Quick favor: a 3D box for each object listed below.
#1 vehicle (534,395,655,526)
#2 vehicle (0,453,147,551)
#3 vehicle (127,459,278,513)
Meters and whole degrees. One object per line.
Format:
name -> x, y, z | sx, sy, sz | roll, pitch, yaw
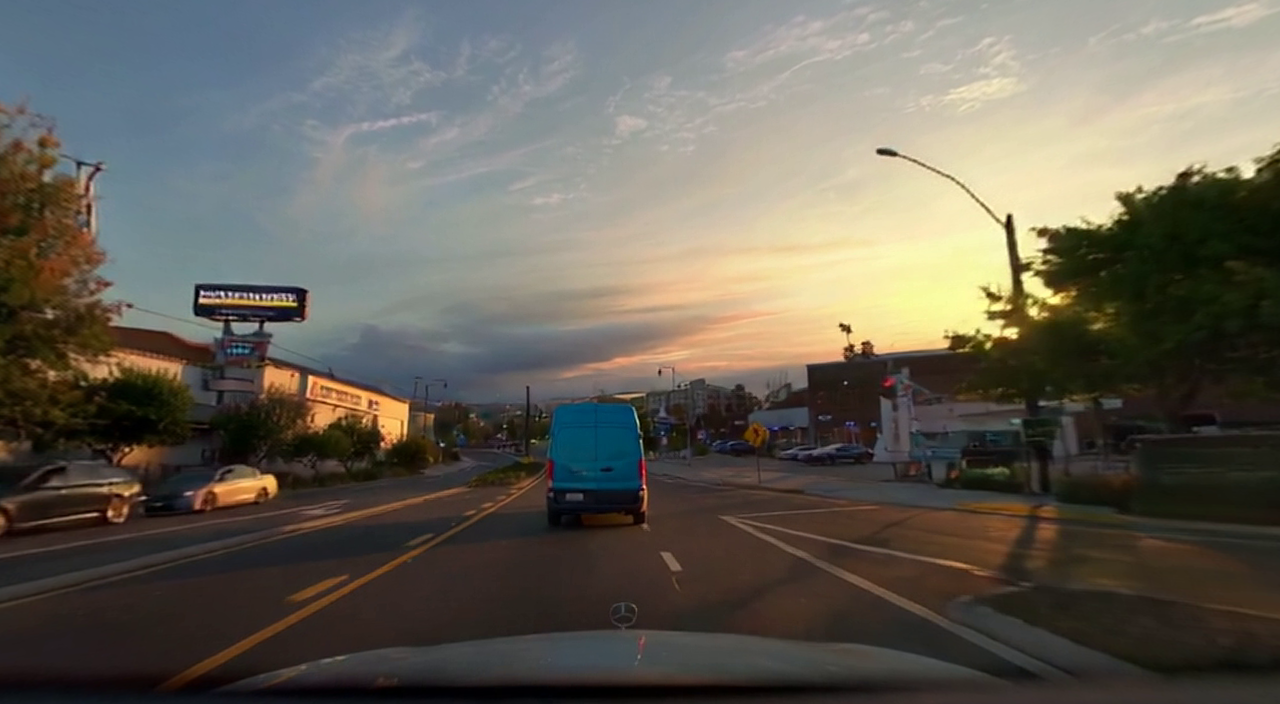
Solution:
vehicle -> -1.223, 2.638, 15.626 | 2.432, 2.624, 5.670 | 1, -9, -6
vehicle -> -12.260, 2.903, 12.374 | 2.114, 1.668, 3.747 | -2, -9, -3
vehicle -> -15.918, 4.840, 23.165 | 1.938, 1.688, 4.523 | -1, -9, 7
